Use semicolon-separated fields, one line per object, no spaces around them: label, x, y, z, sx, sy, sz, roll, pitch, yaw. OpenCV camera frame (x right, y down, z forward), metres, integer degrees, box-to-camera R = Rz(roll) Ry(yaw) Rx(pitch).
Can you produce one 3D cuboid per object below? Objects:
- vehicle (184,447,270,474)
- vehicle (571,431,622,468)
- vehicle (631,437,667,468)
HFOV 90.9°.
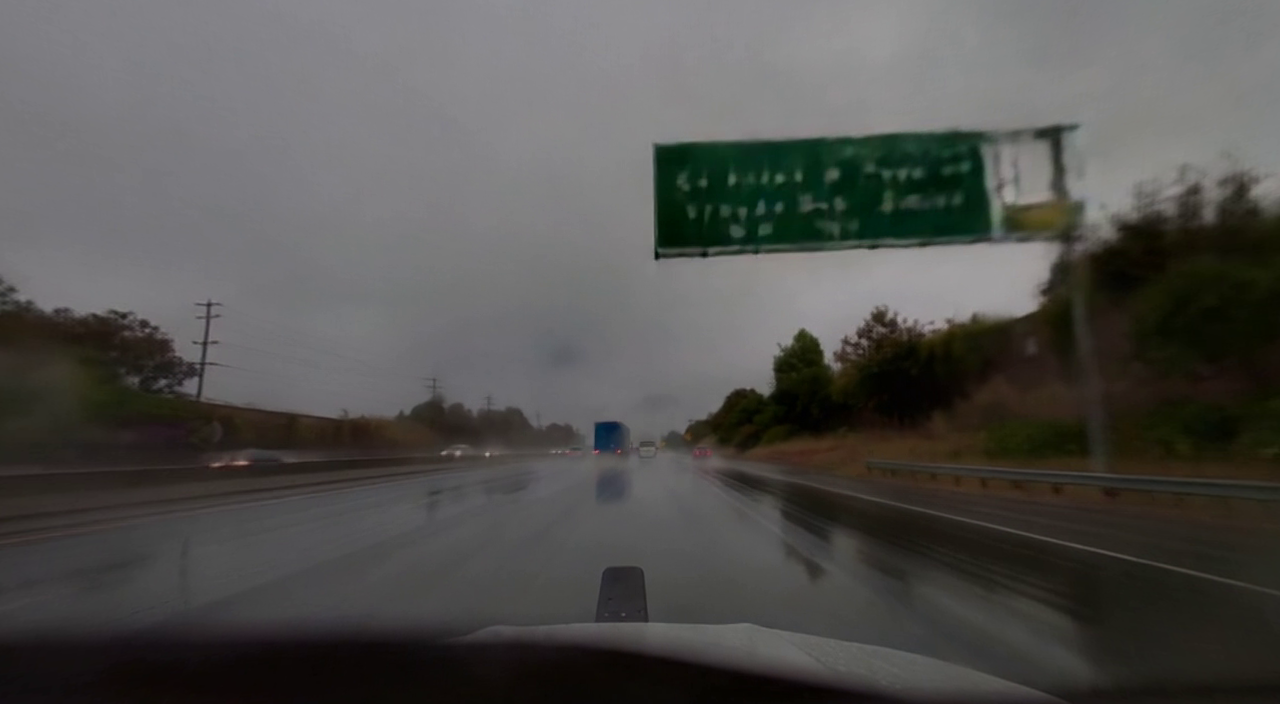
vehicle;-24.434;6.407;37.553;1.892;1.476;4.689;0;-8;1
vehicle;-3.087;7.569;49.671;2.854;2.379;16.653;-1;-8;0
vehicle;0.620;6.922;43.682;2.309;2.023;5.130;0;-8;0
